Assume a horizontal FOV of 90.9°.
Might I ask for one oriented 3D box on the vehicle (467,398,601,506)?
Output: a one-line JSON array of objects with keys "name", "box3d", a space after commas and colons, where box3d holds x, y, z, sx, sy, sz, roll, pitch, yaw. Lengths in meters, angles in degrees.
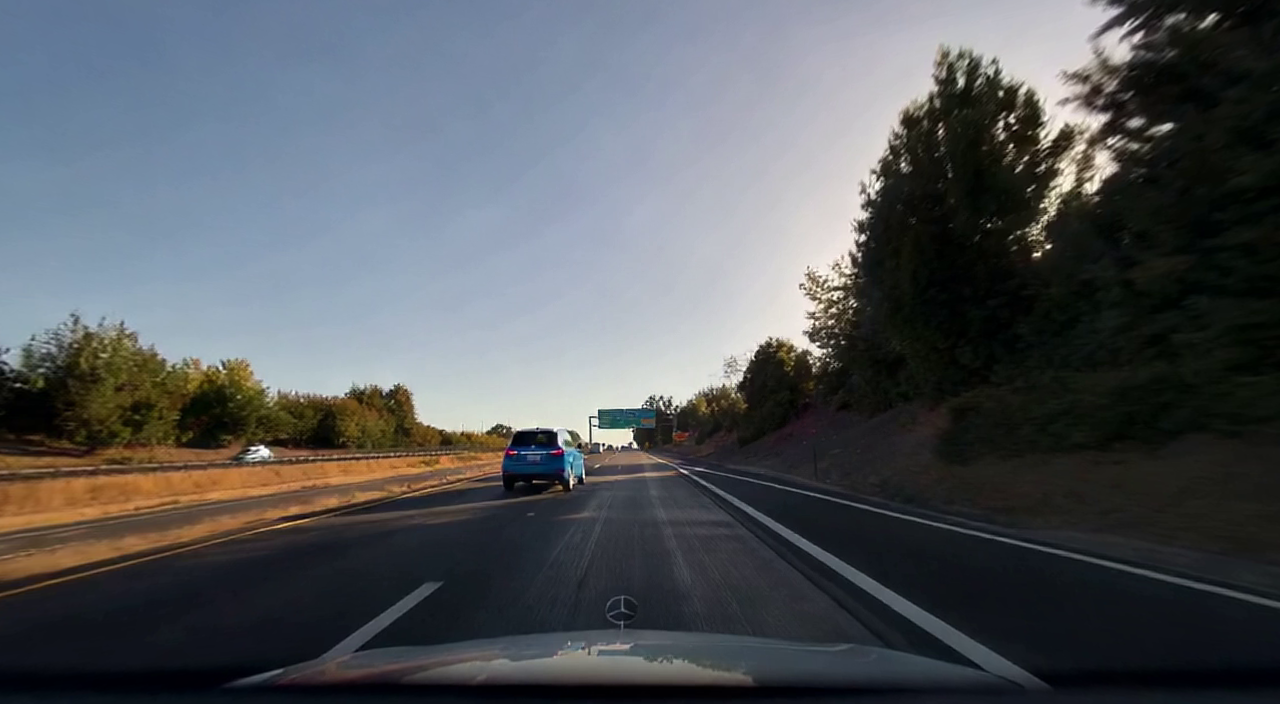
[{"name": "vehicle", "box3d": [-2.291, 2.364, 15.247, 2.248, 2.154, 4.892, 0, -8, 2]}]
